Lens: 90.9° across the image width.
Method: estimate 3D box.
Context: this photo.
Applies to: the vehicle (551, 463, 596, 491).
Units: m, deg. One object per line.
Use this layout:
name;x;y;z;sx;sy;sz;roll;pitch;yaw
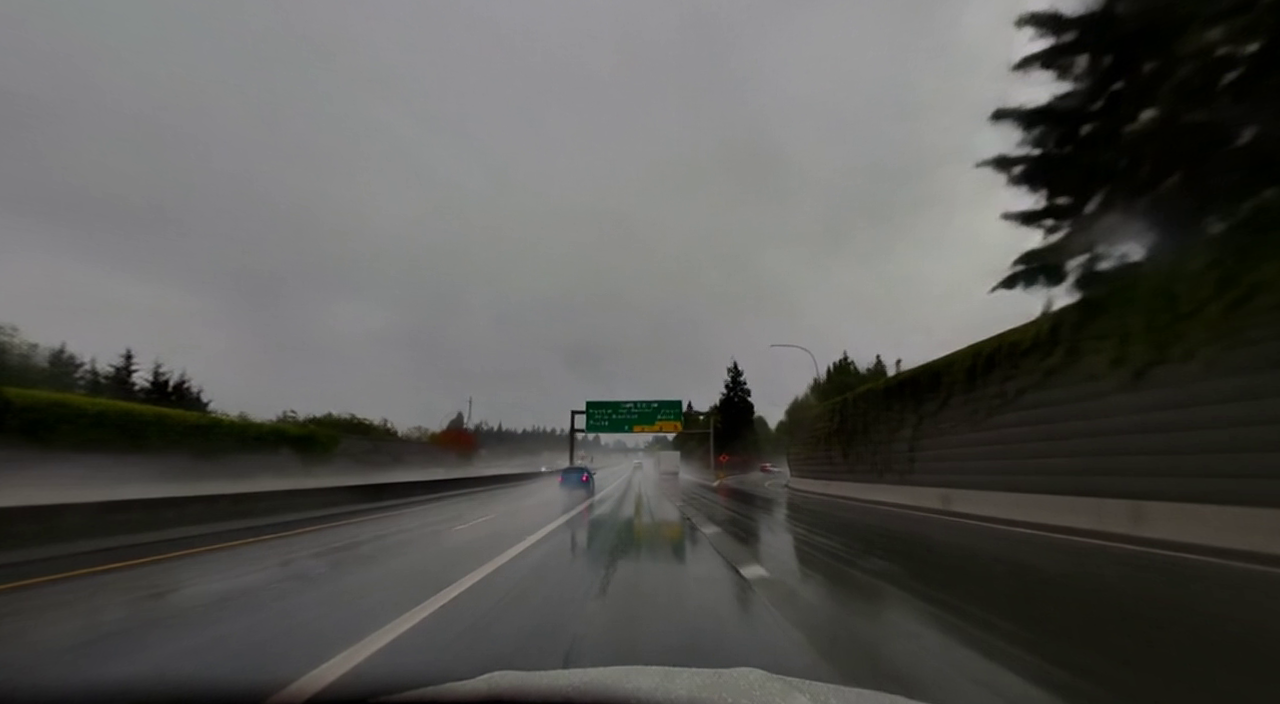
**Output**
vehicle;-3.766;7.208;36.515;2.045;1.487;4.582;1;-10;1
